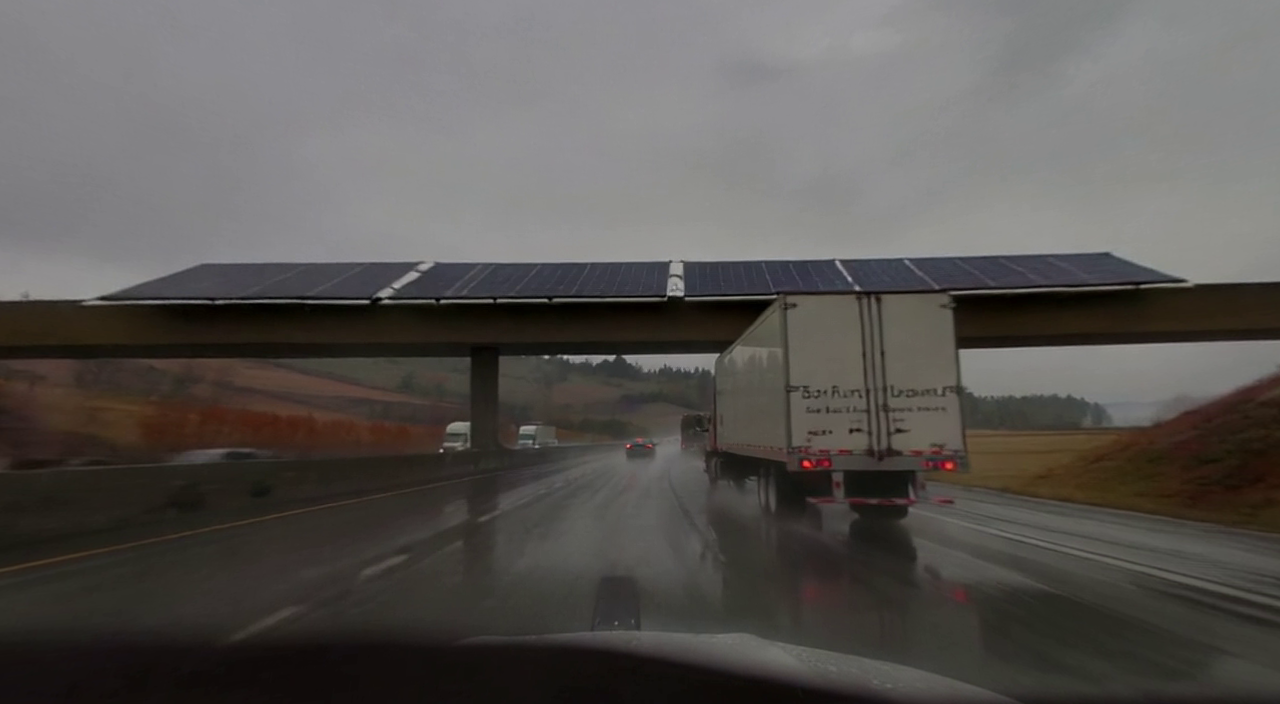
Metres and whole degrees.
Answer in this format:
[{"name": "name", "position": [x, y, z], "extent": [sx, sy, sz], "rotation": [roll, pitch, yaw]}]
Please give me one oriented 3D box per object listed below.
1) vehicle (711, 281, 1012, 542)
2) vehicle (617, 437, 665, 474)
[{"name": "vehicle", "position": [3.592, 1.486, 13.770], "extent": [2.967, 3.633, 10.015], "rotation": [0, -8, 0]}, {"name": "vehicle", "position": [0.090, 4.800, 29.507], "extent": [2.066, 1.581, 4.268], "rotation": [0, -8, 1]}]
